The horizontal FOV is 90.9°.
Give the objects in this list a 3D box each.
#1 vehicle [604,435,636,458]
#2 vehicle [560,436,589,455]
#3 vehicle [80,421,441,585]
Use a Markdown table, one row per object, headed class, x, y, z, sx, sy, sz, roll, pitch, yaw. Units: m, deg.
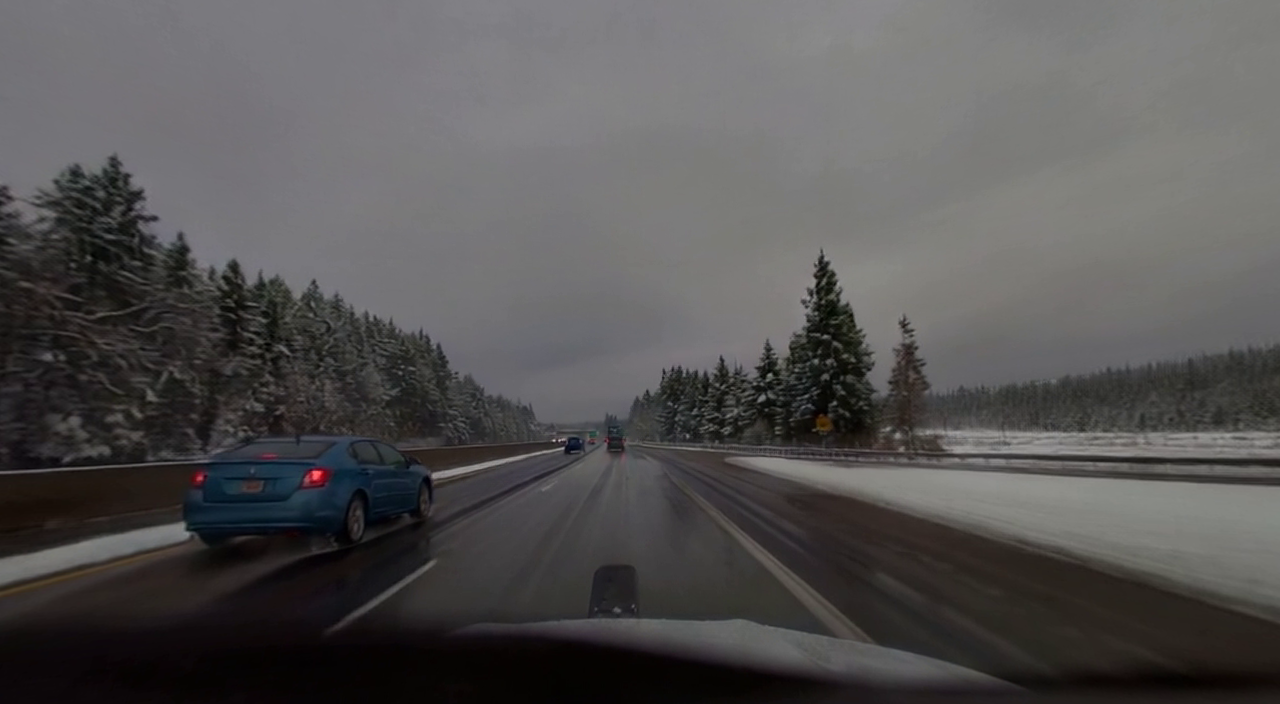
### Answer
| class | x | y | z | sx | sy | sz | roll | pitch | yaw |
| --- | --- | --- | --- | --- | --- | --- | --- | --- | --- |
| vehicle | -1.386 | 6.610 | 44.267 | 2.162 | 1.460 | 4.242 | 0 | -8 | -2 |
| vehicle | -5.049 | 7.253 | 48.979 | 1.907 | 1.445 | 4.049 | 0 | -8 | -1 |
| vehicle | -4.115 | 1.654 | 7.853 | 1.958 | 1.477 | 4.121 | 0 | -8 | -1 |
